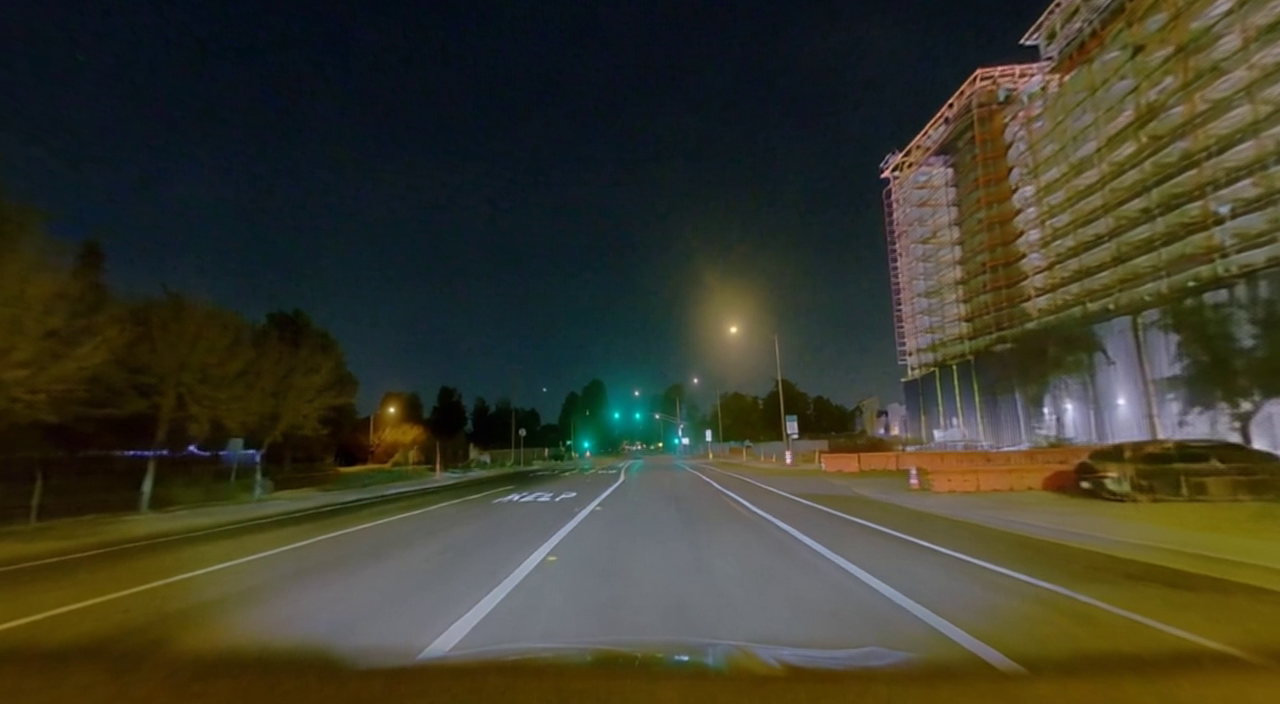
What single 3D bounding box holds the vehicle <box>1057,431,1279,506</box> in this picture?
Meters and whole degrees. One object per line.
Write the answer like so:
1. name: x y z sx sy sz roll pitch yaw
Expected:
1. vehicle: 11.558 2.394 13.189 4.251 1.418 1.896 -1 -9 4
